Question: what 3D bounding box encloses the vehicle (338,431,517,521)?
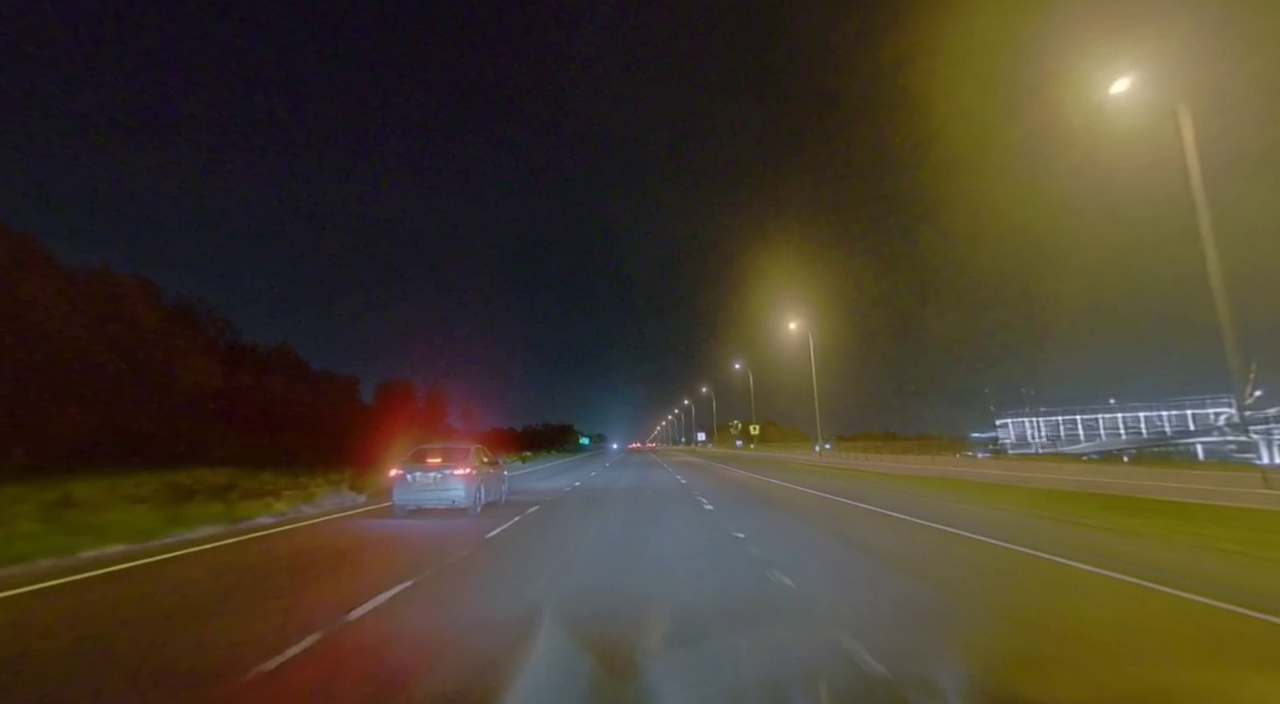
[{"bbox_3d":[-3.936,2.358,12.623,1.934,1.451,4.544,0,-8,1],"label":"vehicle"}]
